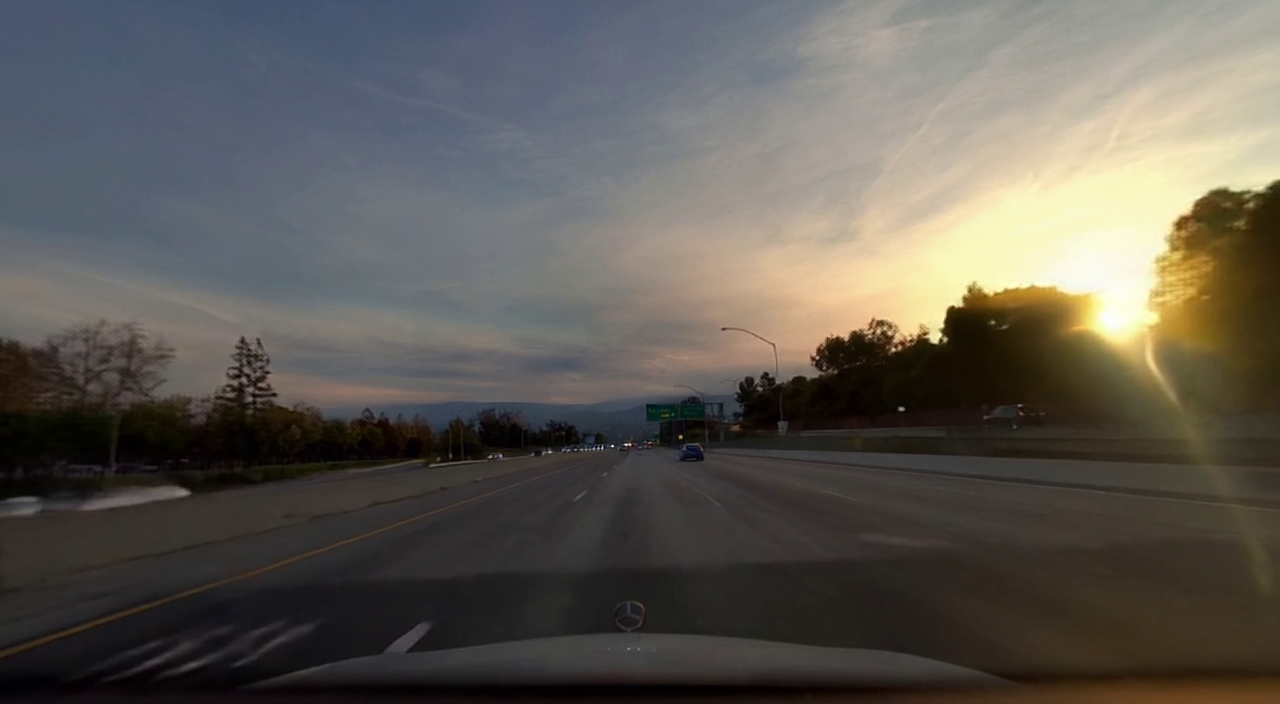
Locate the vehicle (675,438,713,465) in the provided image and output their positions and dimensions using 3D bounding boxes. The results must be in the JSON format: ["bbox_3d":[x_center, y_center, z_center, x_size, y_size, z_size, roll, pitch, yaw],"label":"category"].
[{"bbox_3d":[3.607,6.754,43.044,2.099,1.748,4.331,0,-8,-2],"label":"vehicle"}]

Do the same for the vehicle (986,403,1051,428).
[{"bbox_3d":[25.959,4.399,43.403,1.887,1.537,3.996,0,-8,-2],"label":"vehicle"}]

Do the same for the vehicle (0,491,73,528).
[{"bbox_3d":[-34.701,8.771,35.274,1.893,1.612,4.413,0,-8,-3],"label":"vehicle"}]

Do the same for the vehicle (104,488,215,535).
[{"bbox_3d":[-20.749,6.869,27.457,1.740,1.594,3.888,0,-8,-1],"label":"vehicle"}]
